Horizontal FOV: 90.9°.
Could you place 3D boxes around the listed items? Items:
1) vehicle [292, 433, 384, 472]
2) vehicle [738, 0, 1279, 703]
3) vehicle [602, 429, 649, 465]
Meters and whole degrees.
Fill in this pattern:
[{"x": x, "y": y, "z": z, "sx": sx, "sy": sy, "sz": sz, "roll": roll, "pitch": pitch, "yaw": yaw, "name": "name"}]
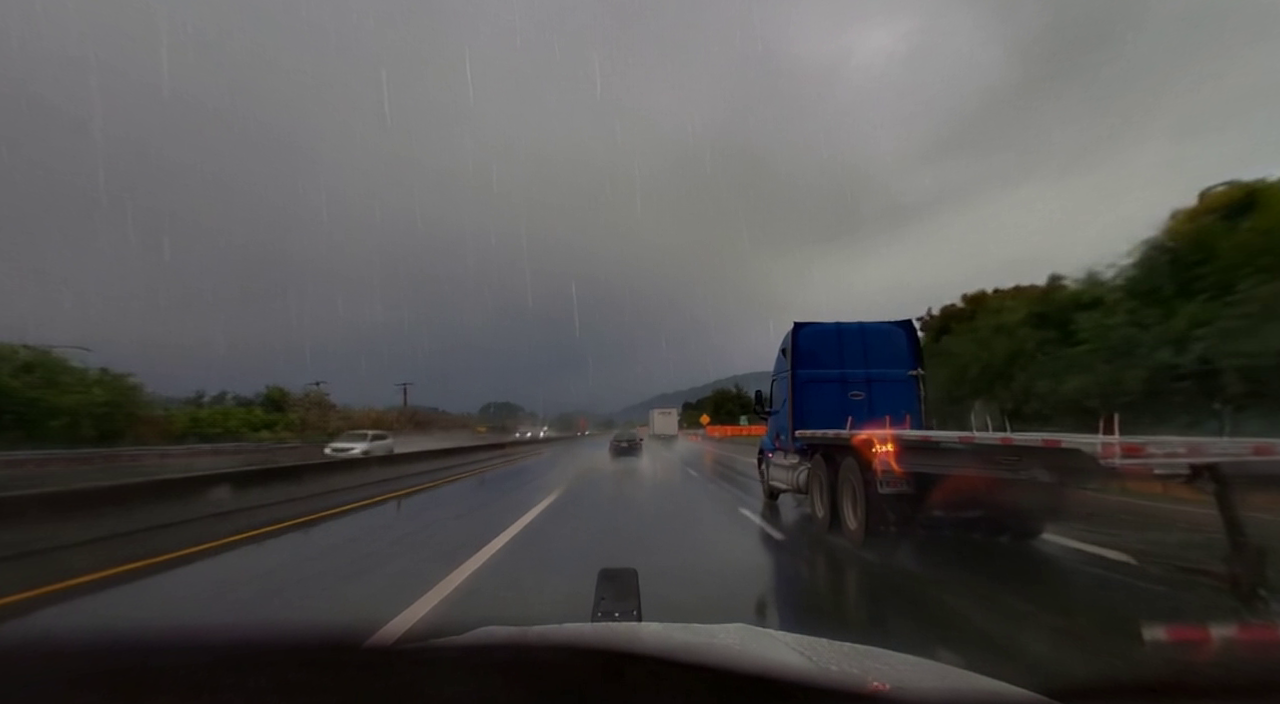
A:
[{"x": -12.015, "y": 4.012, "z": 25.394, "sx": 1.742, "sy": 1.415, "sz": 4.162, "roll": 0, "pitch": -8, "yaw": -1, "name": "vehicle"}, {"x": 3.623, "y": 0.368, "z": 7.238, "sx": 2.919, "sy": 3.634, "sz": 10.888, "roll": 0, "pitch": -8, "yaw": -2, "name": "vehicle"}, {"x": -0.609, "y": 4.138, "z": 27.739, "sx": 1.929, "sy": 1.469, "sz": 3.677, "roll": 0, "pitch": -8, "yaw": -1, "name": "vehicle"}]
